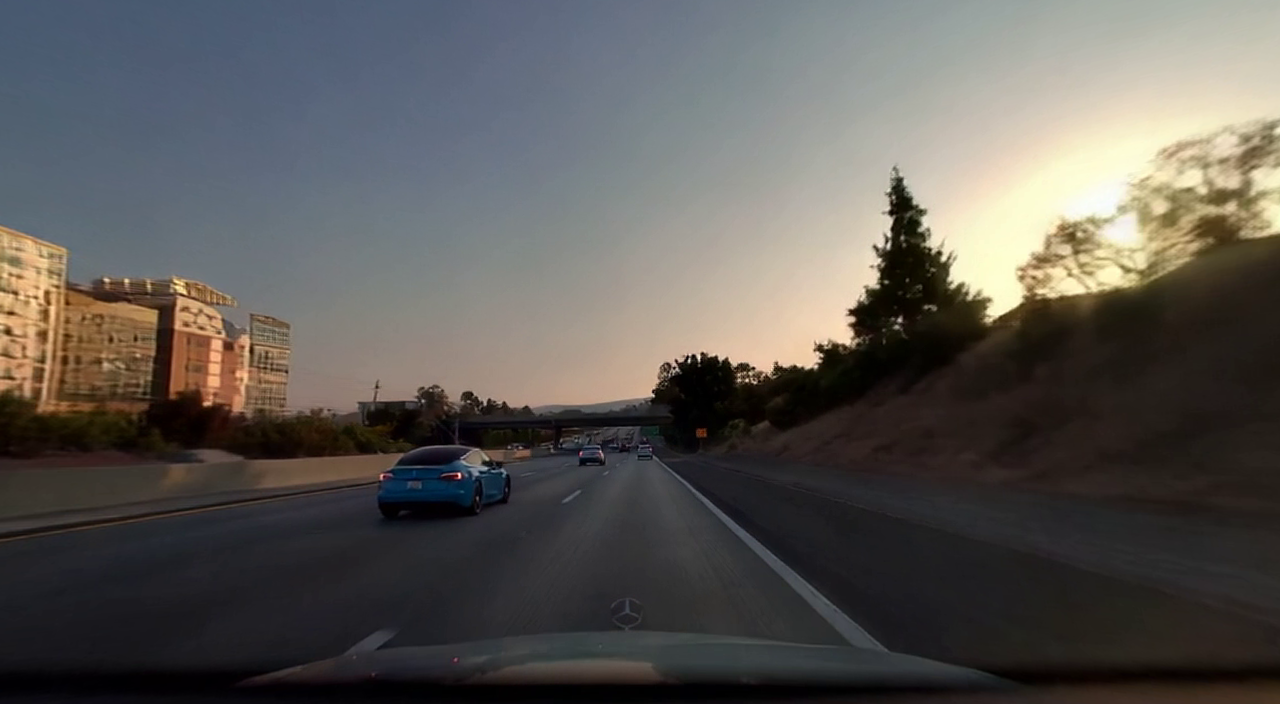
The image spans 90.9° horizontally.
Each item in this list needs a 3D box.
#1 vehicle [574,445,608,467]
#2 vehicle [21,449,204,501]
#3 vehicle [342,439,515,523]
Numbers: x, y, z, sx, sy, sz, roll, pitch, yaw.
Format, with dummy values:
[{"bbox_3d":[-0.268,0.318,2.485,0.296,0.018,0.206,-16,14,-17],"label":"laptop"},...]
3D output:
[{"bbox_3d":[-3.330,7.163,43.732,1.926,1.464,4.186,0,-8,1],"label":"vehicle"},{"bbox_3d":[-17.083,3.950,20.827,1.937,1.470,4.729,0,-8,0],"label":"vehicle"},{"bbox_3d":[-4.178,2.603,13.370,2.083,1.471,4.350,0,-8,1],"label":"vehicle"}]
